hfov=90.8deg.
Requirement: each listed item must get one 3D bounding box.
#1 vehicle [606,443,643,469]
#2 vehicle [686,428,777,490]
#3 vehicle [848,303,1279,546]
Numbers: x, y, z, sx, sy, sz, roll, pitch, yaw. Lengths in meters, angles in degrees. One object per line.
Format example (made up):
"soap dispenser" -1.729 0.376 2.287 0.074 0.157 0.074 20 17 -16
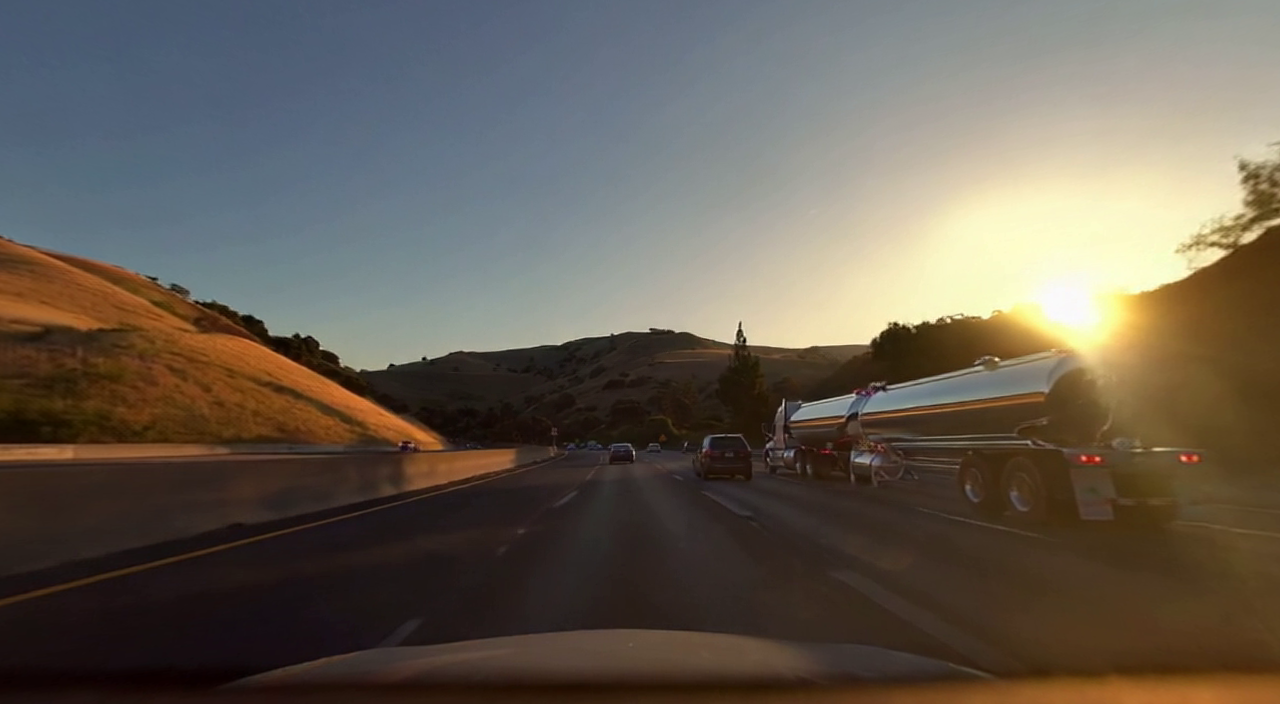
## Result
"vehicle" -0.953 6.157 37.584 2.083 1.477 3.965 0 -9 -3
"vehicle" 2.859 3.470 20.840 2.098 1.794 4.561 0 -9 -3
"vehicle" 7.565 1.657 13.336 2.805 3.212 9.978 0 -9 -1
